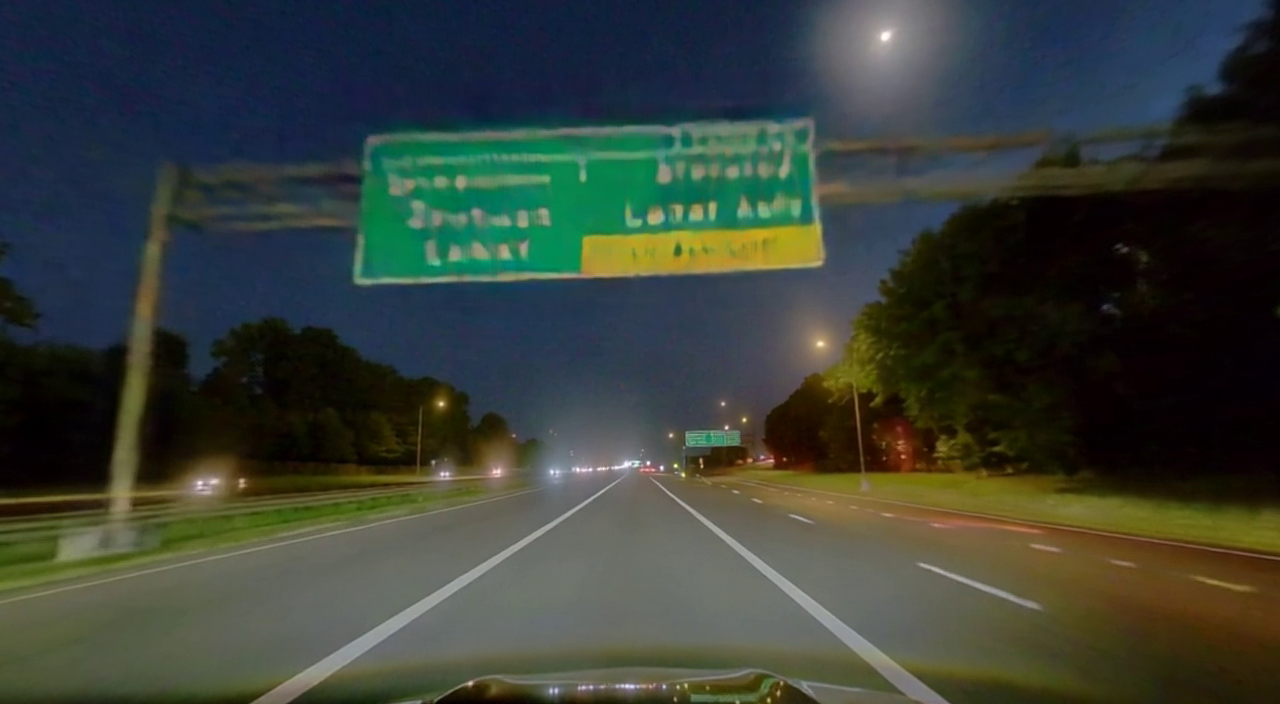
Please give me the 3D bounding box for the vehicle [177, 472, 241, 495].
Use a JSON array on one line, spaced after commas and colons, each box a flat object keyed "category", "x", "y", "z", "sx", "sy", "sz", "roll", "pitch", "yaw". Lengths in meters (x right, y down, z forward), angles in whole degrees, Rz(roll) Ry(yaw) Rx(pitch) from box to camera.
[{"category": "vehicle", "x": -30.648, "y": 9.327, "z": 44.963, "sx": 1.770, "sy": 1.466, "sz": 4.225, "roll": 2, "pitch": -11, "yaw": -4}]
